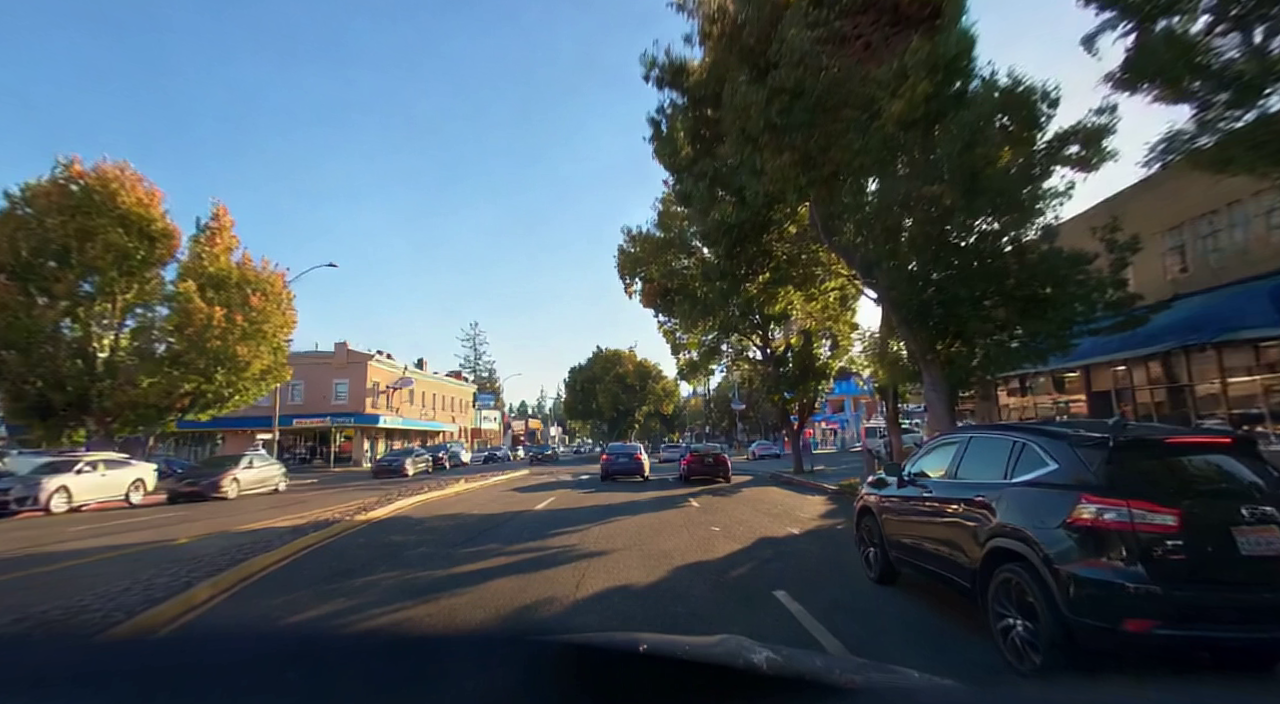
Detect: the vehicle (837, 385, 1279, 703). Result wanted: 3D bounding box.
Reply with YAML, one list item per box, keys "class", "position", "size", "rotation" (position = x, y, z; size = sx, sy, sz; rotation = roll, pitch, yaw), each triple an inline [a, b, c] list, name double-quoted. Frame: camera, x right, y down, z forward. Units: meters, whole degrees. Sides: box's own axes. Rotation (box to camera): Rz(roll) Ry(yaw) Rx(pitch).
- class: "vehicle"
  position: [3.169, 1.191, 4.485]
  size: [2.097, 1.502, 4.470]
  rotation: [0, -8, 0]

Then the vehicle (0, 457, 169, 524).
- class: "vehicle"
  position: [-15.222, 3.589, 16.923]
  size: [1.846, 1.463, 4.461]
  rotation: [0, -8, -1]

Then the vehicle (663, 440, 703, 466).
- class: "vehicle"
  position: [2.663, 6.302, 39.744]
  size: [2.098, 1.527, 3.966]
  rotation: [0, -8, -2]

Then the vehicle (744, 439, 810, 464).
- class: "vehicle"
  position: [9.793, 7.109, 45.229]
  size: [4.464, 1.755, 2.236]
  rotation: [-2, -9, 14]

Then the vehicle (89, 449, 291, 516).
- class: "vehicle"
  position: [-11.576, 3.337, 16.798]
  size: [2.028, 1.469, 4.533]
  rotation: [0, -8, 0]

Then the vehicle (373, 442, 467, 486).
- class: "vehicle"
  position: [-8.372, 4.287, 24.595]
  size: [2.050, 1.503, 4.350]
  rotation: [0, -8, 1]

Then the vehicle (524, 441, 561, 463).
- class: "vehicle"
  position: [-7.407, 7.653, 48.435]
  size: [2.085, 1.610, 4.085]
  rotation: [0, -8, 1]

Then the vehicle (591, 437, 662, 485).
- class: "vehicle"
  position: [-0.475, 3.798, 22.402]
  size: [2.232, 1.508, 4.319]
  rotation: [0, -8, -1]

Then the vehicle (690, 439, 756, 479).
- class: "vehicle"
  position: [3.311, 4.354, 25.996]
  size: [2.060, 1.471, 4.168]
  rotation: [0, -8, -1]
